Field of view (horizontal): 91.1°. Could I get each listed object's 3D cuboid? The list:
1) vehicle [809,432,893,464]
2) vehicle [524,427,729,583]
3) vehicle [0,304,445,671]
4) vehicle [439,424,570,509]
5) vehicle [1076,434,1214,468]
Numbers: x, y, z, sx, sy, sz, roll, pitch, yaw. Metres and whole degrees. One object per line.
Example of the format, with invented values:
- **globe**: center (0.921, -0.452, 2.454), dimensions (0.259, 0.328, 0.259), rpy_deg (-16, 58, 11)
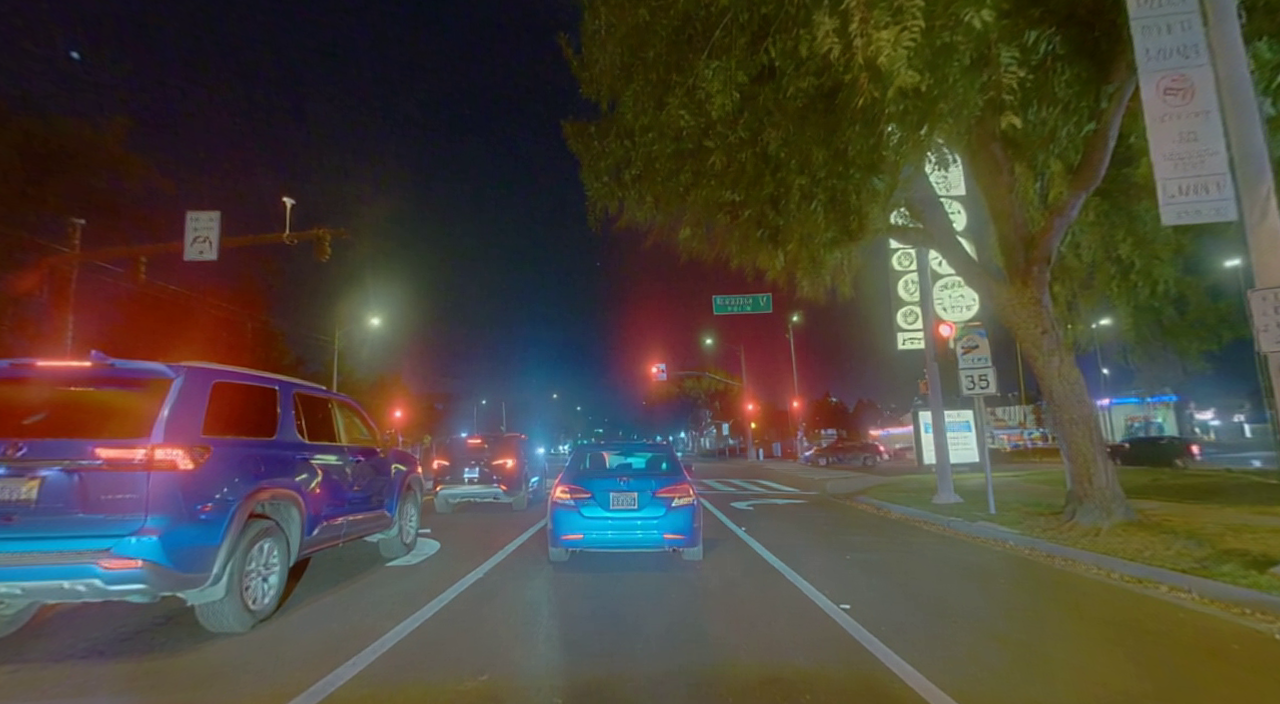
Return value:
- **vehicle**: center (11.953, 5.482, 35.771), dimensions (4.116, 1.719, 2.069), rpy_deg (-1, -9, 7)
- **vehicle**: center (-0.163, 1.784, 8.185), dimensions (1.966, 1.481, 4.146), rpy_deg (0, -8, -1)
- **vehicle**: center (-3.817, 1.130, 6.212), dimensions (2.152, 2.118, 5.066), rpy_deg (0, -8, 0)
- **vehicle**: center (-2.931, 2.594, 14.598), dimensions (2.047, 1.664, 4.148), rpy_deg (0, -8, 1)
- **vehicle**: center (23.786, 4.687, 29.854), dimensions (4.809, 1.476, 1.845), rpy_deg (-6, -9, 32)
